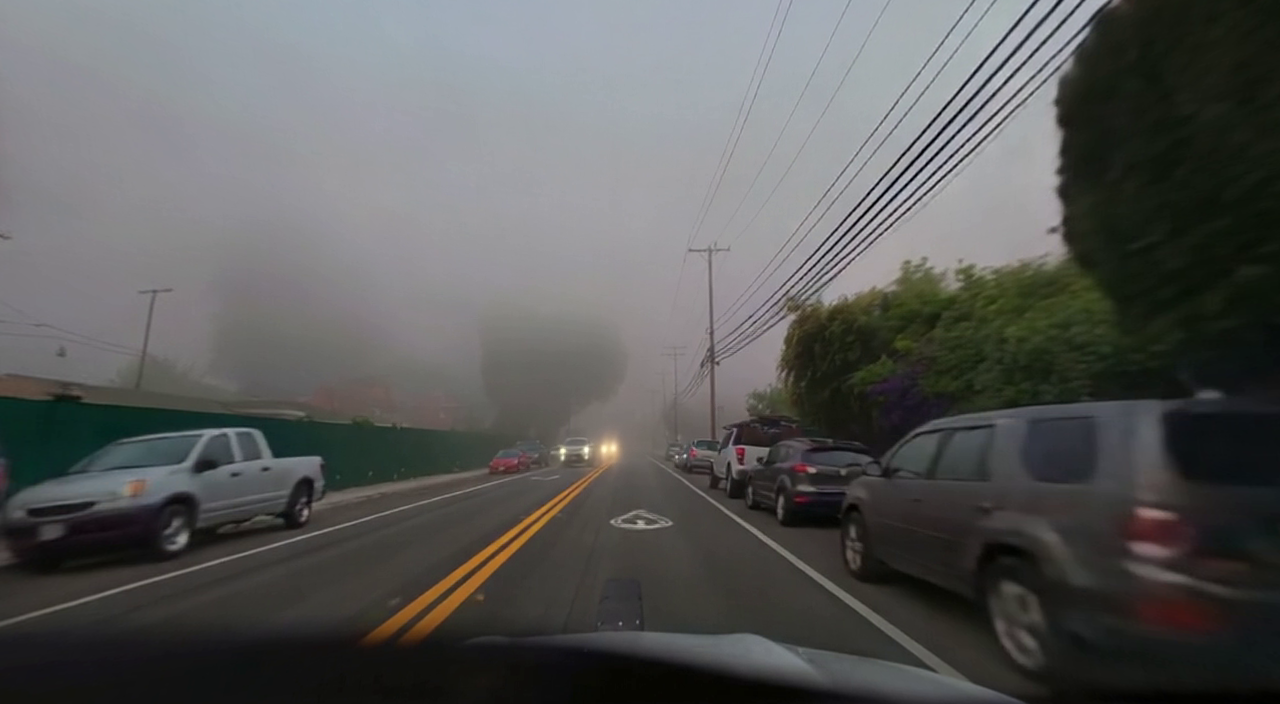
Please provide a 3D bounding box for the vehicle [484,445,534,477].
[{"bbox_3d":[-6.921,5.770,33.746,1.866,1.487,4.416,-1,-8,-2],"label":"vehicle"}]

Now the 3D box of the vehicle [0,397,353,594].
[{"bbox_3d":[-6.688,1.911,9.573,2.195,2.033,5.741,-1,-8,-2],"label":"vehicle"}]

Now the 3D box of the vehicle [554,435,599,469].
[{"bbox_3d":[-3.863,6.209,39.327,2.194,1.935,4.807,0,-9,1],"label":"vehicle"}]

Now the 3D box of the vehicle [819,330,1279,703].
[{"bbox_3d":[3.315,1.176,4.767,2.338,1.822,4.877,0,-9,-2],"label":"vehicle"}]
